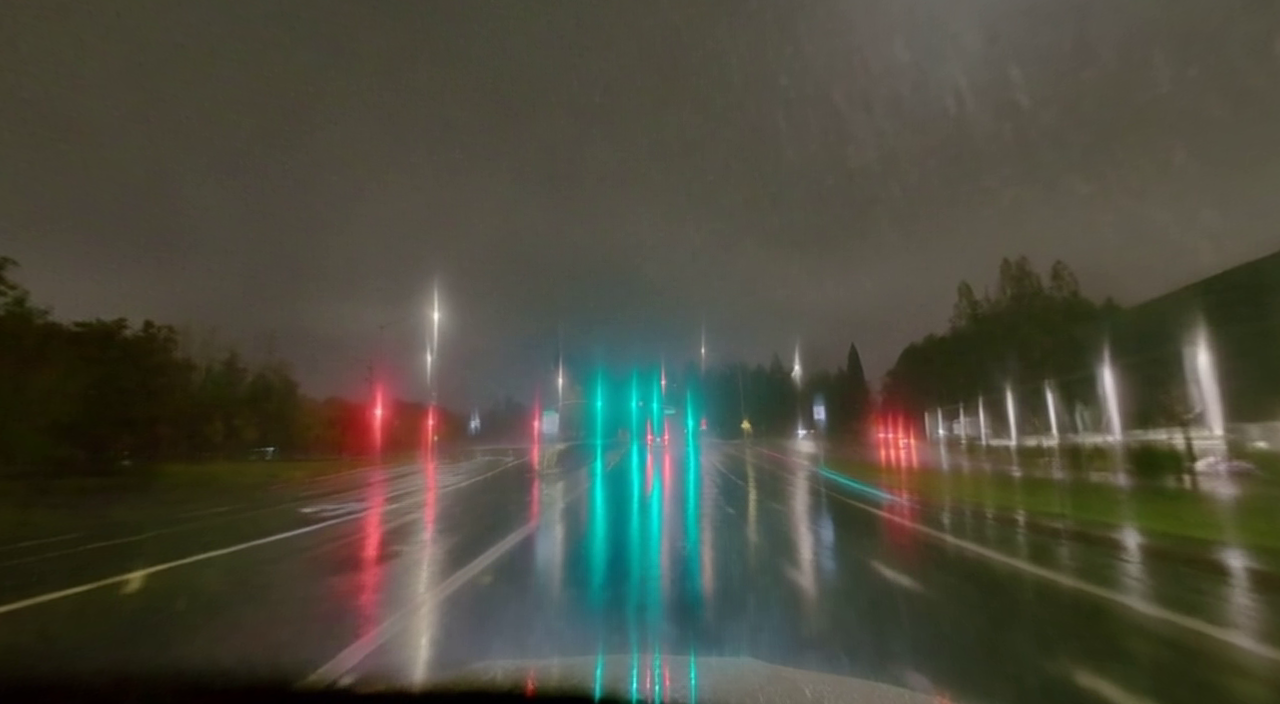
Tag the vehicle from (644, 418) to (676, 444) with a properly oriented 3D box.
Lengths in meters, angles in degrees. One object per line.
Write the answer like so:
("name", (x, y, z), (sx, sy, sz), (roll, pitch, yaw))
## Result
("vehicle", (1.541, 6.287, 49.880), (2.371, 1.926, 5.099), (0, -8, 0))
